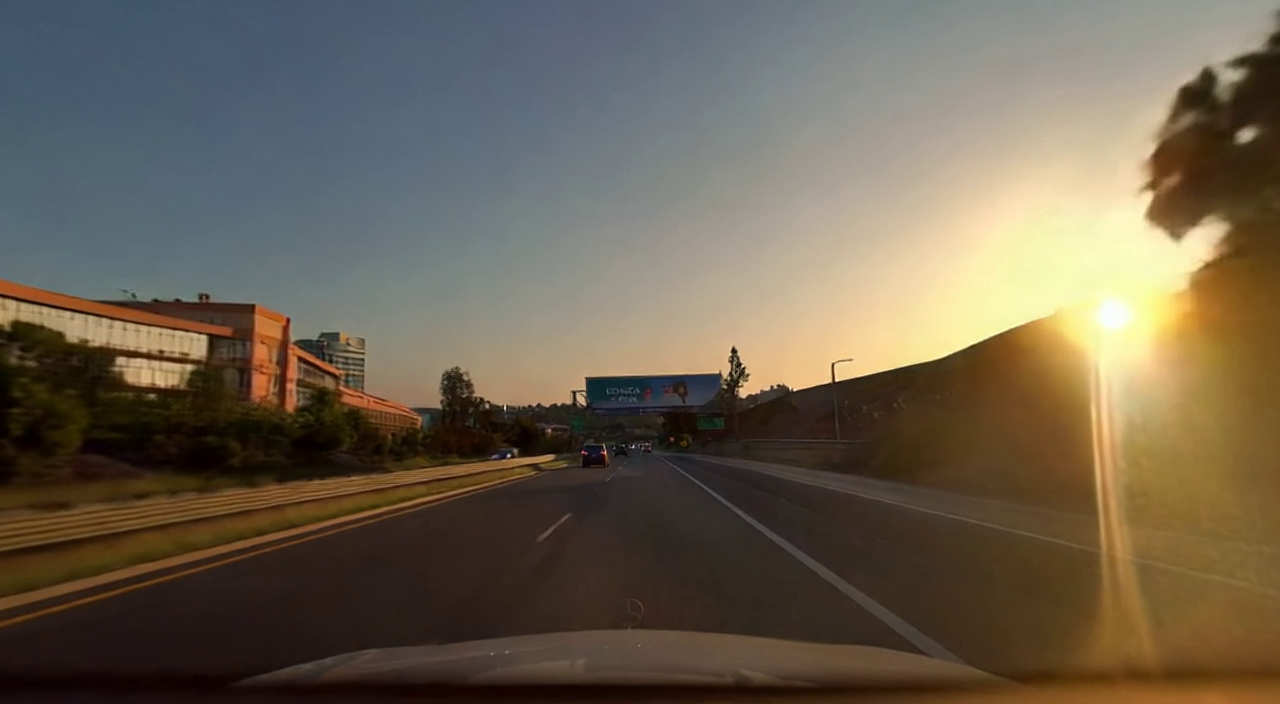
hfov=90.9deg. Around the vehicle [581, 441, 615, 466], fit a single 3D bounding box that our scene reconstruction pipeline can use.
[{"bbox_3d":[-3.206,7.880,49.127,2.159,1.793,5.027,-1,-9,1],"label":"vehicle"}]
